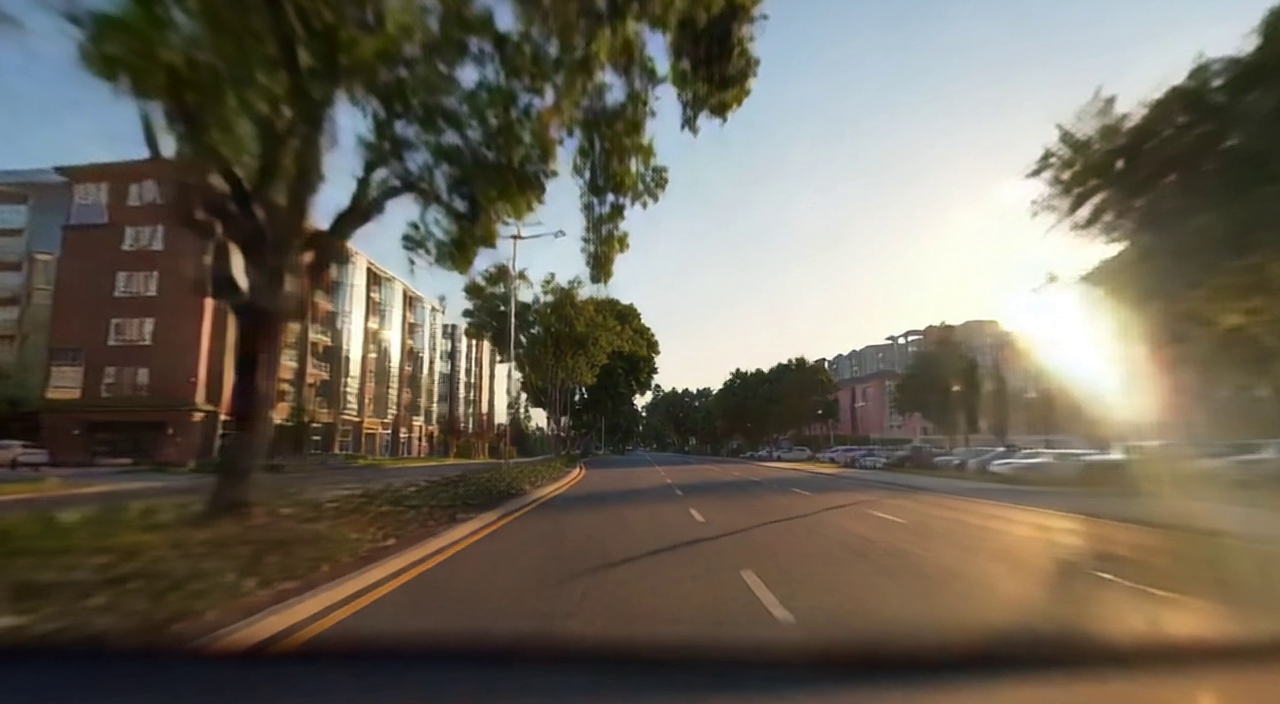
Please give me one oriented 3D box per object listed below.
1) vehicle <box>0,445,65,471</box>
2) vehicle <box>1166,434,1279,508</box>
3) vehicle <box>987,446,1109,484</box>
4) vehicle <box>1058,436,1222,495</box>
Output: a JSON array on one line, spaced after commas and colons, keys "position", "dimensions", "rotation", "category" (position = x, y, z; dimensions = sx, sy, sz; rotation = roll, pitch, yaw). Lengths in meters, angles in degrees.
[{"position": [-37.040, 6.220, 37.141], "dimensions": [4.369, 1.465, 1.900], "rotation": [1, -9, -5], "category": "vehicle"}, {"position": [15.659, 2.819, 15.050], "dimensions": [2.006, 1.683, 4.643], "rotation": [0, -9, -4], "category": "vehicle"}, {"position": [17.124, 4.695, 26.566], "dimensions": [4.112, 1.474, 2.112], "rotation": [3, -9, -20], "category": "vehicle"}, {"position": [16.094, 3.666, 20.728], "dimensions": [1.950, 1.704, 4.518], "rotation": [-1, -9, 5], "category": "vehicle"}]
